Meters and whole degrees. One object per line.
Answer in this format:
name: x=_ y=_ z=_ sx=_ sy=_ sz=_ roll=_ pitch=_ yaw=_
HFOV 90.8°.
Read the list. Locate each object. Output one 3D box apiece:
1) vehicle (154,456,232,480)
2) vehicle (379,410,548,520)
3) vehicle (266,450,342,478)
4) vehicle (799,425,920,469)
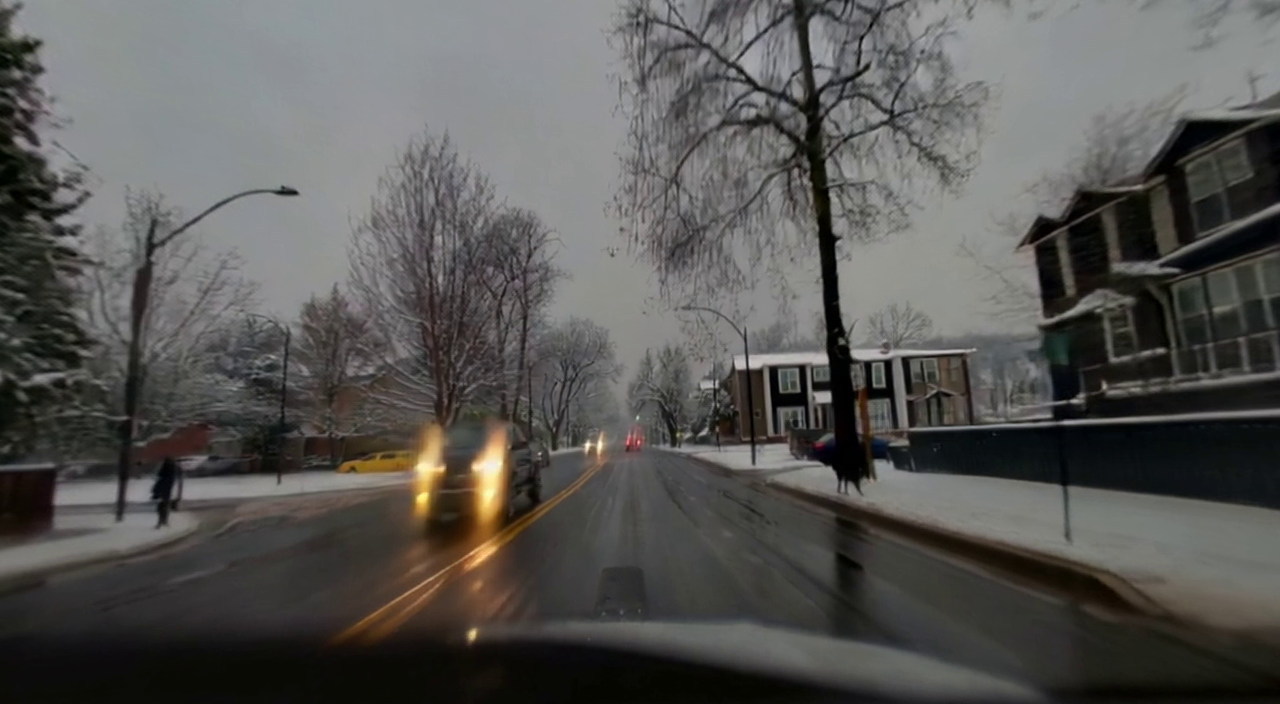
vehicle: x=-31.974 y=8.271 z=45.361 sx=1.914 sy=1.493 sz=4.248 roll=-2 pitch=-9 yaw=15
vehicle: x=-3.575 y=2.428 z=14.139 sx=2.275 sy=1.953 sz=5.423 roll=0 pitch=-8 yaw=-1
vehicle: x=-21.554 y=7.198 z=40.788 sx=2.052 sy=1.470 sz=4.633 roll=-6 pitch=-9 yaw=7
vehicle: x=9.265 y=4.052 z=27.020 sx=4.385 sy=1.612 sz=2.070 roll=-3 pitch=-8 yaw=4
